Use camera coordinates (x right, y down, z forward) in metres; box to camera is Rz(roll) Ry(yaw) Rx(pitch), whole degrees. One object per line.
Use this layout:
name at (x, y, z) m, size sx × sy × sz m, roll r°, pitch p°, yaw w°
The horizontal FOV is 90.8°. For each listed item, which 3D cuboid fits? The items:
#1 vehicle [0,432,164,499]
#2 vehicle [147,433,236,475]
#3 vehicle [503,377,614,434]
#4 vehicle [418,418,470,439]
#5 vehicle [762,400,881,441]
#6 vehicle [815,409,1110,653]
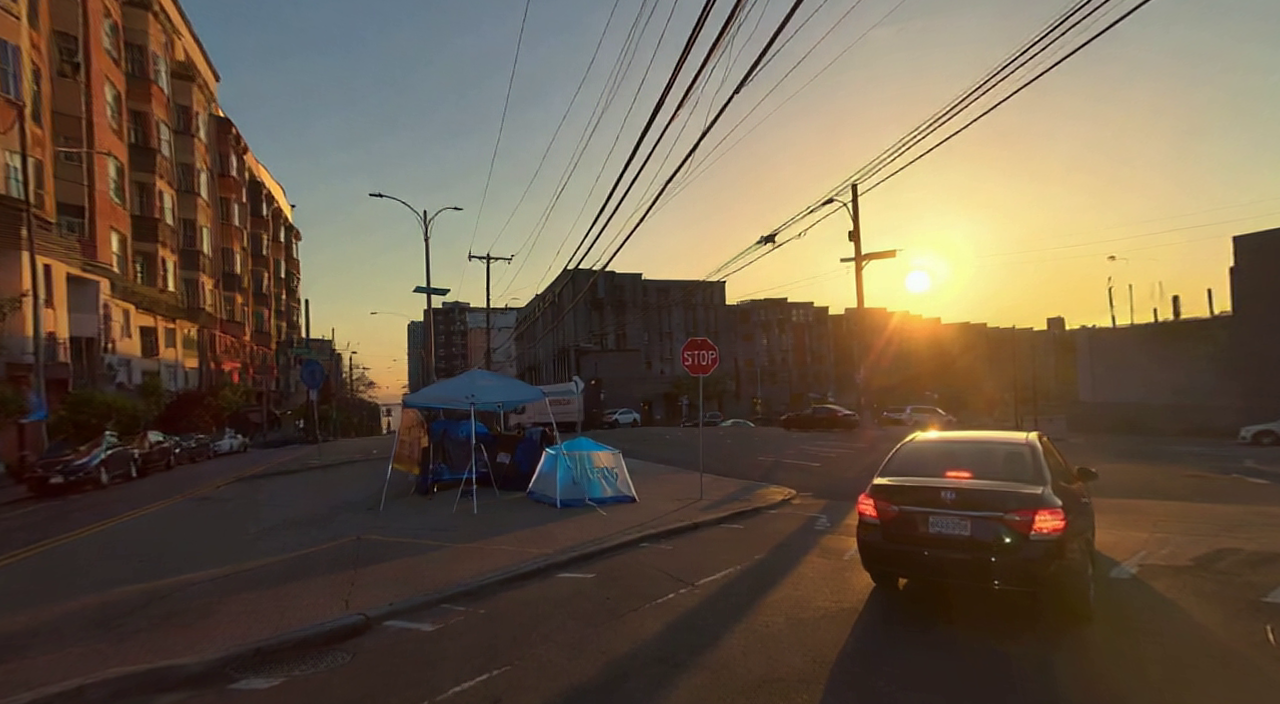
vehicle at (-17.179, 3.475, 19.839) m, size 2.054 × 1.800 × 5.212 m, roll 3°, pitch -9°, yaw -20°
vehicle at (-20.969, 4.779, 29.819) m, size 2.033 × 1.755 × 5.461 m, roll 3°, pitch -9°, yaw -20°
vehicle at (-5.085, 3.372, 38.385) m, size 7.172 × 3.075 × 2.584 m, roll -7°, pitch -10°, yaw 41°
vehicle at (-15.330, 6.012, 49.349) m, size 2.089 × 1.506 × 4.641 m, roll 7°, pitch -11°, yaw -41°
vehicle at (7.490, 2.930, 26.406) m, size 4.363 × 1.511 × 1.838 m, roll -8°, pitch -11°, yaw 42°
vehicle at (3.467, 1.559, 6.661) m, size 1.945 × 1.647 × 4.160 m, roll -6°, pitch -10°, yaw 32°
